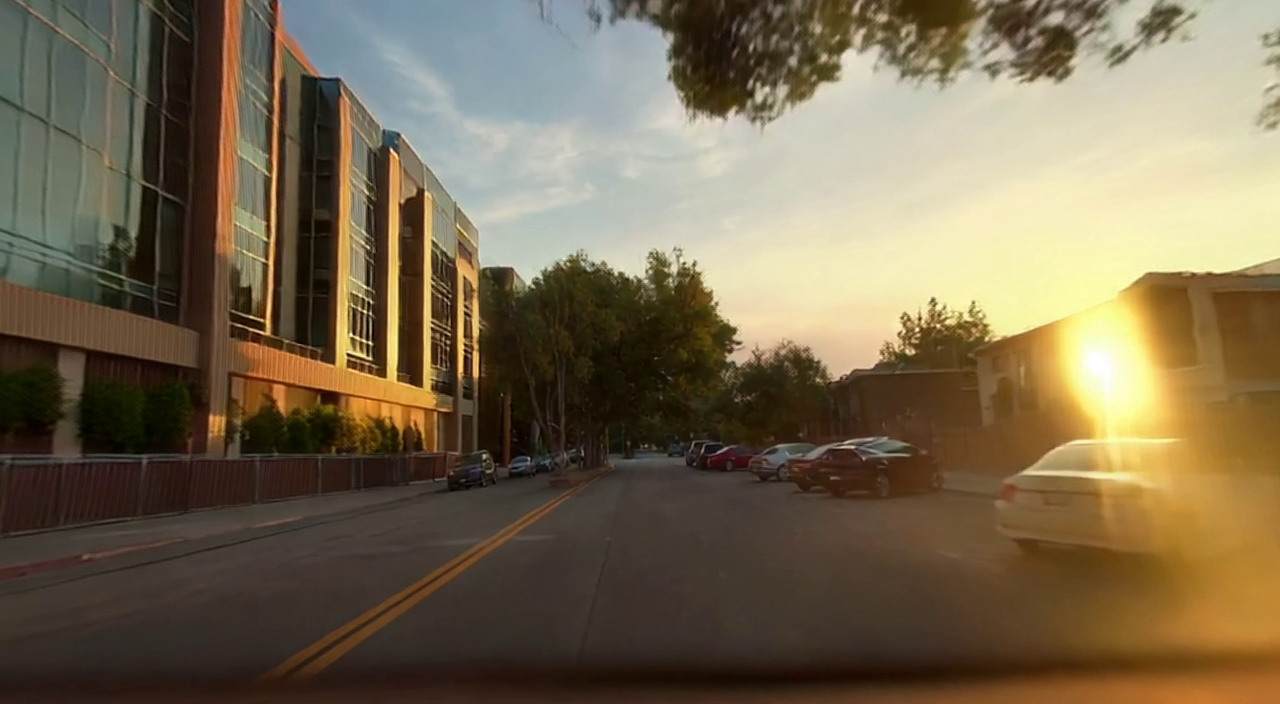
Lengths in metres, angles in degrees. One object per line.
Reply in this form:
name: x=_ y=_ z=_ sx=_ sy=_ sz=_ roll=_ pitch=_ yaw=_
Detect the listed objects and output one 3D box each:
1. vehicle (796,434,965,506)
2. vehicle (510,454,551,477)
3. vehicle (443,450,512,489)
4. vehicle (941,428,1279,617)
vehicle: x=6.396 y=3.049 z=16.801 sx=3.954 sy=1.666 sz=2.213 roll=5 pitch=-10 yaw=-33
vehicle: x=-7.807 y=8.116 z=45.329 sx=1.911 sy=1.497 sz=4.738 roll=-1 pitch=-8 yaw=2
vehicle: x=-7.823 y=5.676 z=30.851 sx=2.172 sy=1.707 sz=4.273 roll=0 pitch=-8 yaw=1
vehicle: x=5.508 y=1.633 z=6.941 sx=3.752 sy=1.494 sz=2.083 roll=4 pitch=-10 yaw=-29
